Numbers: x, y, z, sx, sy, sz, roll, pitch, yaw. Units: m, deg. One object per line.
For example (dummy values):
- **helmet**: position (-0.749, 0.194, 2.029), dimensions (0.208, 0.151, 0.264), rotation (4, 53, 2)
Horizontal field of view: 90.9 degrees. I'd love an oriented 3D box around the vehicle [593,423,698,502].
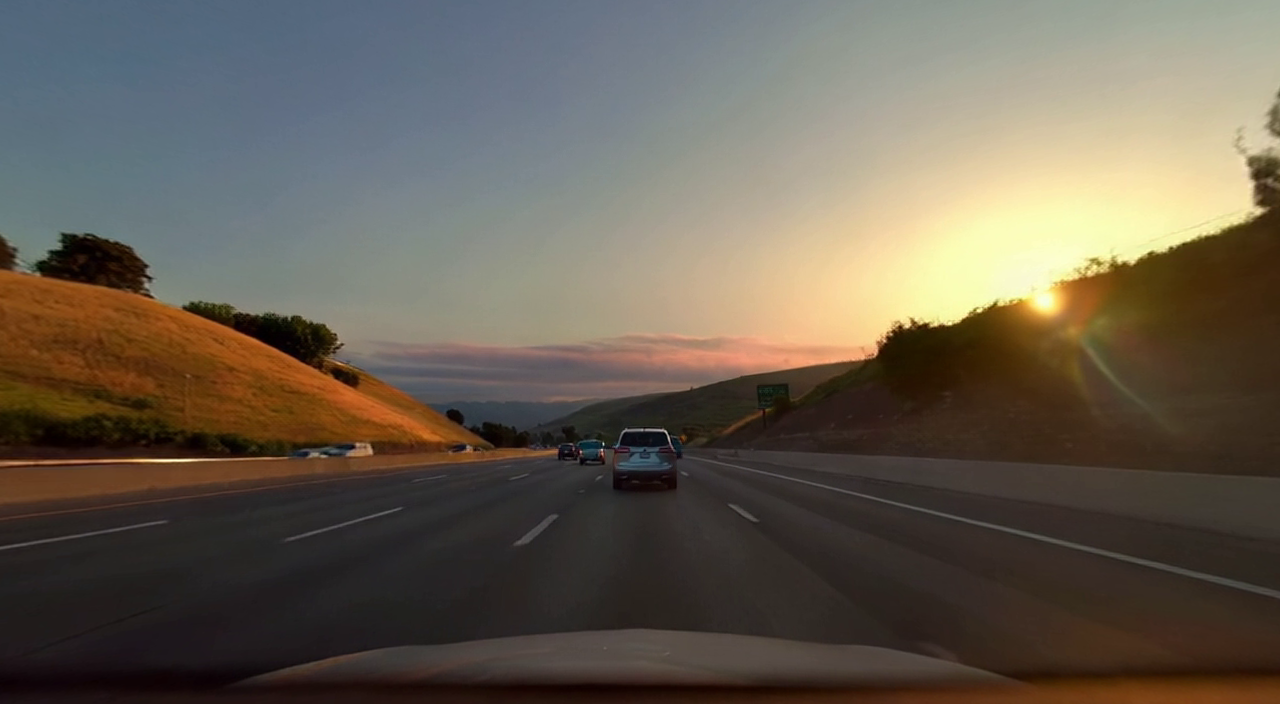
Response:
- **vehicle**: position (0.134, 2.900, 16.856), dimensions (2.447, 1.804, 4.273), rotation (0, -9, 0)
